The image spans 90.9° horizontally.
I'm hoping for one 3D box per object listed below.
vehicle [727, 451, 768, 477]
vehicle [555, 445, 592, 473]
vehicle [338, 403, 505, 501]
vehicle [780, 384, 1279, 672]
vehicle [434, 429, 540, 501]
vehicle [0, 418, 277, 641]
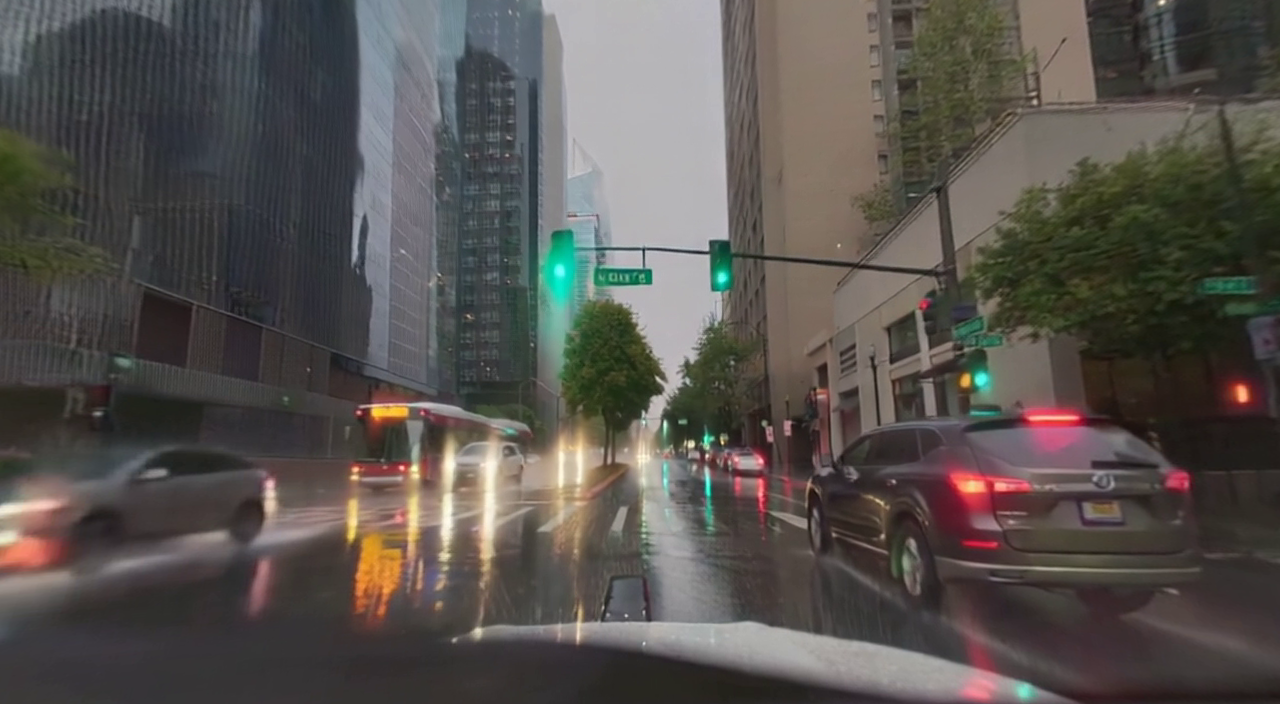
[{"bbox_3d":[7.071,7.439,42.000,1.962,1.617,4.325,0,-9,0],"label":"vehicle"},{"bbox_3d":[-4.677,7.613,45.014,2.030,1.881,4.994,0,-9,1],"label":"vehicle"},{"bbox_3d":[-8.734,4.260,27.198,3.318,3.359,10.406,0,-9,1],"label":"vehicle"},{"bbox_3d":[3.239,1.548,6.865,2.118,1.848,5.426,0,-9,-1],"label":"vehicle"},{"bbox_3d":[-5.152,3.904,22.161,2.304,2.208,5.200,0,-9,1],"label":"vehicle"},{"bbox_3d":[-5.660,1.489,5.883,1.997,1.610,4.144,0,-9,1],"label":"vehicle"}]
